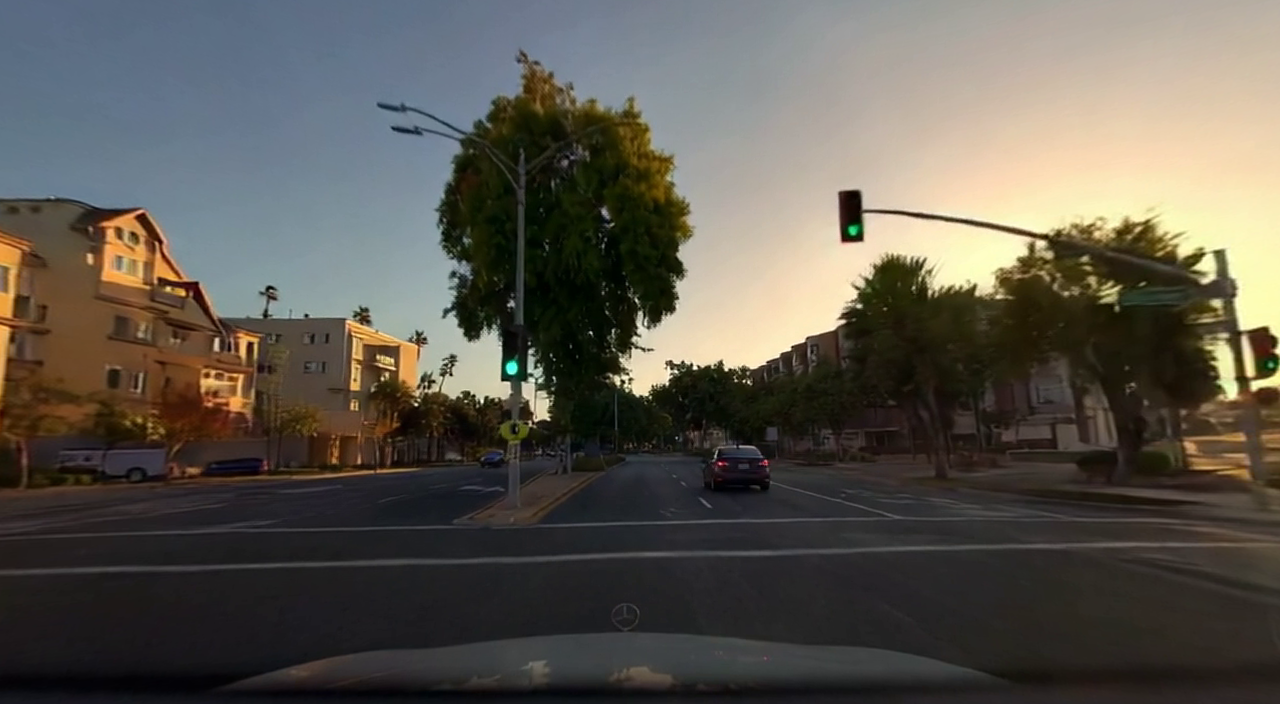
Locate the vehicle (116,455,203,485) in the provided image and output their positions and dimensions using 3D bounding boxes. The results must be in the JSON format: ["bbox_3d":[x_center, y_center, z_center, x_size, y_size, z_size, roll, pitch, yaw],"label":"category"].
[{"bbox_3d":[-32.754,8.006,43.312,2.095,1.837,5.014,0,-9,-2],"label":"vehicle"}]

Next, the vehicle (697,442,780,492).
[{"bbox_3d":[3.093,3.710,20.770,1.964,1.448,4.295,0,-8,-1],"label":"vehicle"}]

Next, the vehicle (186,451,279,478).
[{"bbox_3d":[-27.094,7.496,42.160,4.734,1.717,2.095,0,-8,1],"label":"vehicle"}]
